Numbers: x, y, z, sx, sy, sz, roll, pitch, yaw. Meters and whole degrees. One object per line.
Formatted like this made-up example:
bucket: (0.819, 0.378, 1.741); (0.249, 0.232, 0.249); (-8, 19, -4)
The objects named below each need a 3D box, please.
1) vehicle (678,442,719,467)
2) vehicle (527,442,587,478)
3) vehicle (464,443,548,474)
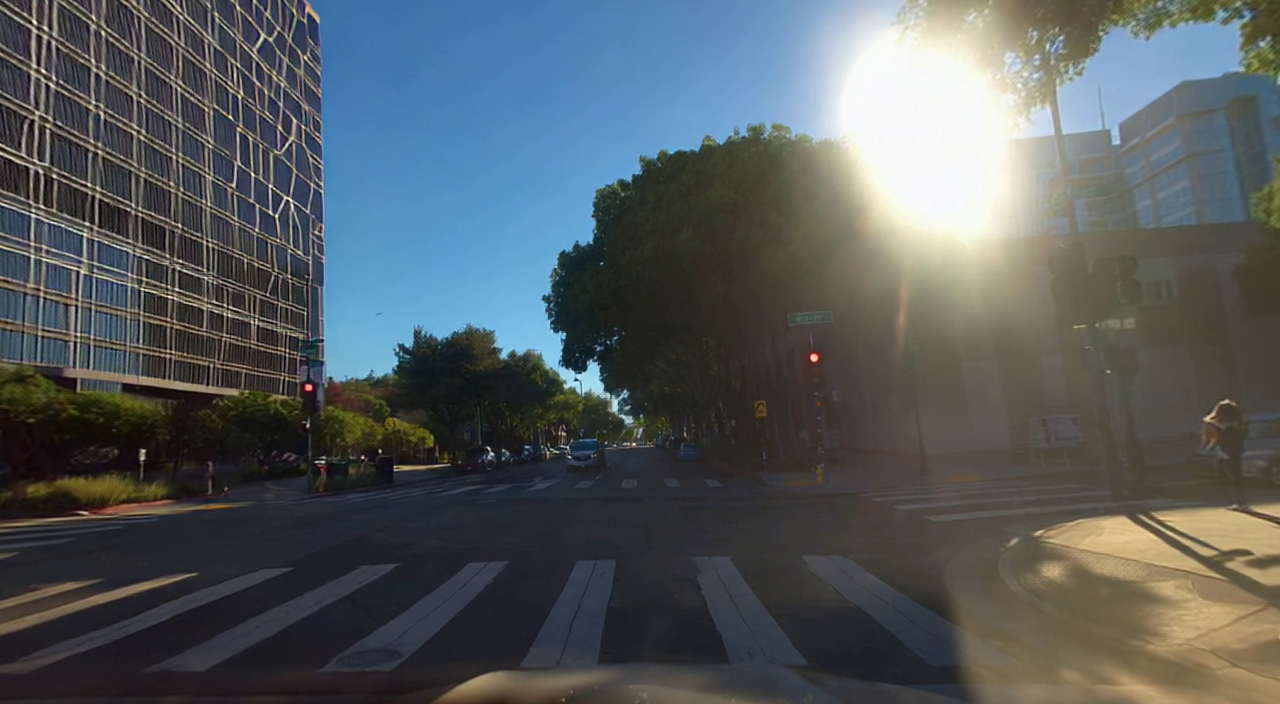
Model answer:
vehicle: (3.546, 6.276, 38.864); (1.853, 1.426, 4.160); (1, -8, -3)
vehicle: (-3.669, 4.844, 28.638); (1.989, 1.481, 4.500); (0, -8, 1)
vehicle: (-8.023, 6.358, 38.019); (1.963, 1.726, 4.526); (-8, -12, 44)
